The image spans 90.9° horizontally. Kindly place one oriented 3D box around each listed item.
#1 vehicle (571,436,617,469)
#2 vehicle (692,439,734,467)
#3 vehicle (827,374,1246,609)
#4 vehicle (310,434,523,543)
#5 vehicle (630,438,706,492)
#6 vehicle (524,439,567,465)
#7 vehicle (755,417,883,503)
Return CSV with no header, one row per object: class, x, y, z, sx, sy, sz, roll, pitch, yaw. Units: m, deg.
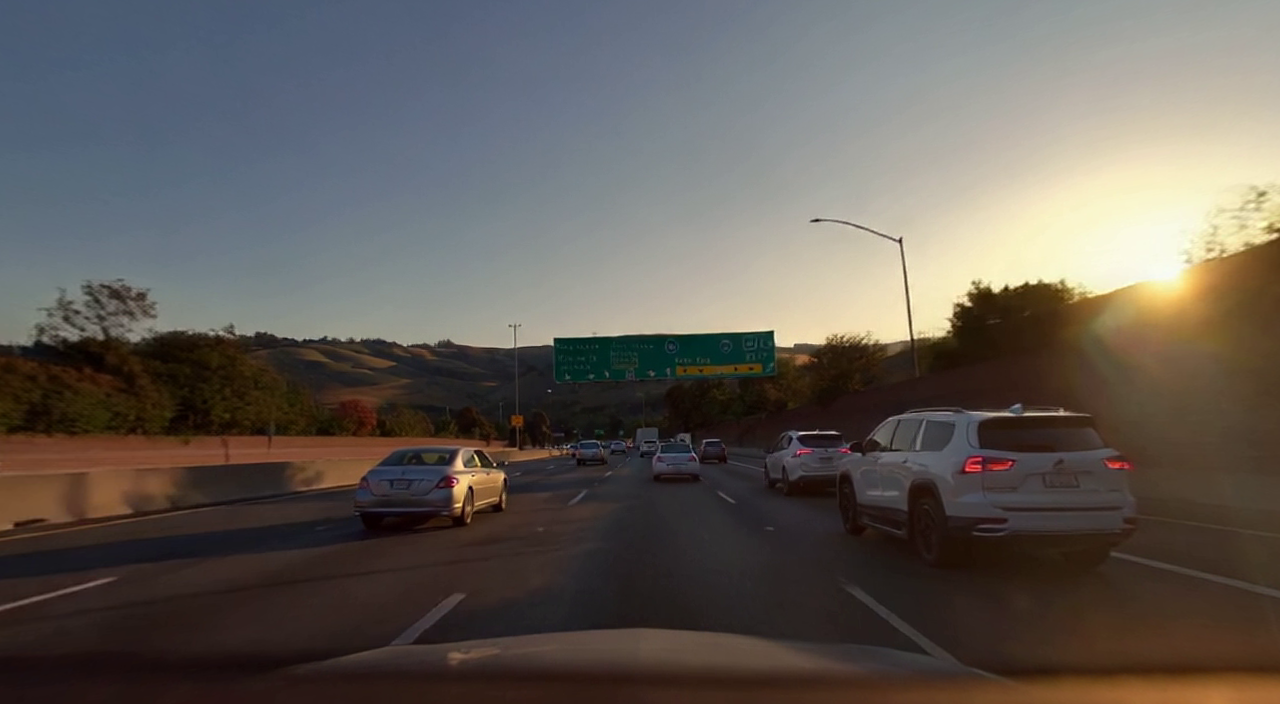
vehicle,-2.653,5.939,37.572,2.154,1.793,4.736,0,-8,3
vehicle,4.122,5.743,36.100,1.855,1.513,3.915,0,-8,-1
vehicle,3.757,1.399,7.183,1.930,1.831,4.344,0,-8,1
vehicle,-3.454,2.173,10.799,1.961,1.456,4.362,0,-8,1
vehicle,0.765,3.429,19.546,2.105,1.471,3.978,0,-8,0
vehicle,-6.526,6.954,44.095,2.055,1.751,4.825,0,-8,2
vehicle,4.350,2.698,16.186,1.970,1.872,4.575,0,-8,0
